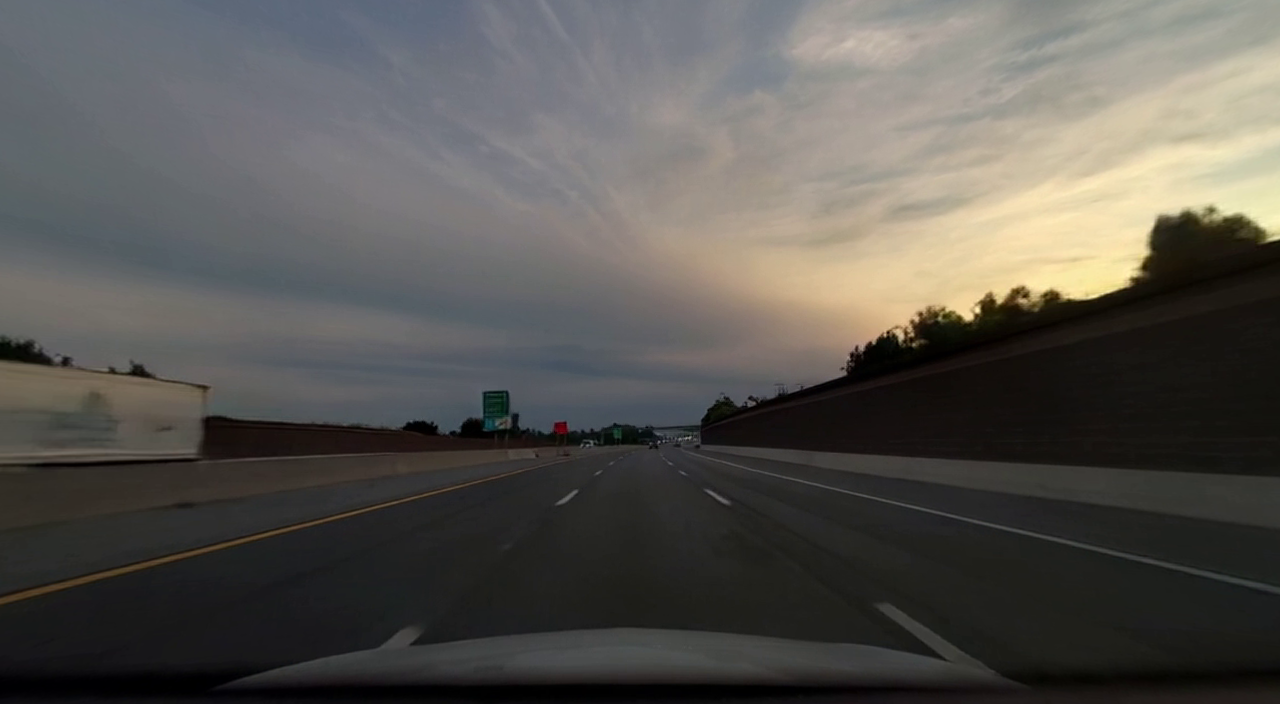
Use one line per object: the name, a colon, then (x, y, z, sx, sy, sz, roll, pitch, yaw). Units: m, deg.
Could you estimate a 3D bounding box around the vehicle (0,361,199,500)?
vehicle: (-20.510, 2.541, 20.034, 2.876, 4.105, 13.996, -1, -8, 0)
